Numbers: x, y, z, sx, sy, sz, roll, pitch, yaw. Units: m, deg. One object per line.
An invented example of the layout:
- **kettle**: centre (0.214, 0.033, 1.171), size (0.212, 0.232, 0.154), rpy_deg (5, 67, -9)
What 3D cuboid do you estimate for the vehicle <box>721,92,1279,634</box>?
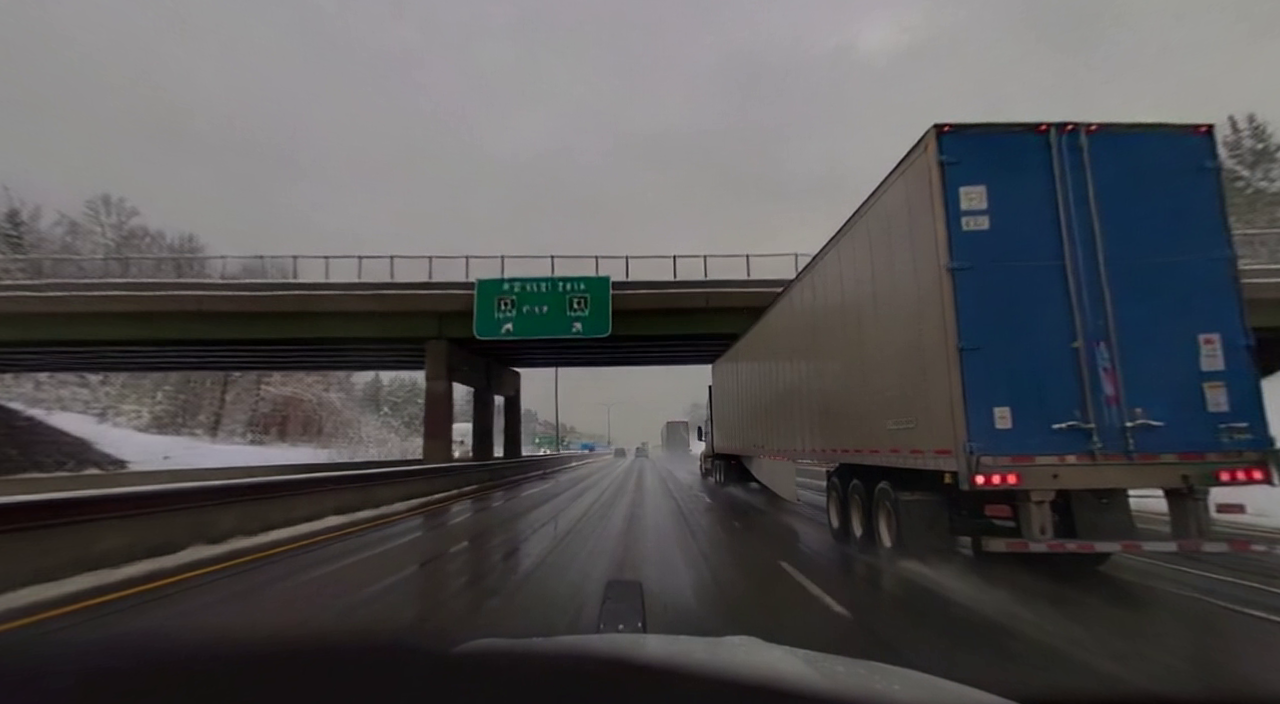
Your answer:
- **vehicle**: centre (3.922, 1.037, 11.702), size (2.825, 4.054, 14.210), rpy_deg (0, -9, -1)
